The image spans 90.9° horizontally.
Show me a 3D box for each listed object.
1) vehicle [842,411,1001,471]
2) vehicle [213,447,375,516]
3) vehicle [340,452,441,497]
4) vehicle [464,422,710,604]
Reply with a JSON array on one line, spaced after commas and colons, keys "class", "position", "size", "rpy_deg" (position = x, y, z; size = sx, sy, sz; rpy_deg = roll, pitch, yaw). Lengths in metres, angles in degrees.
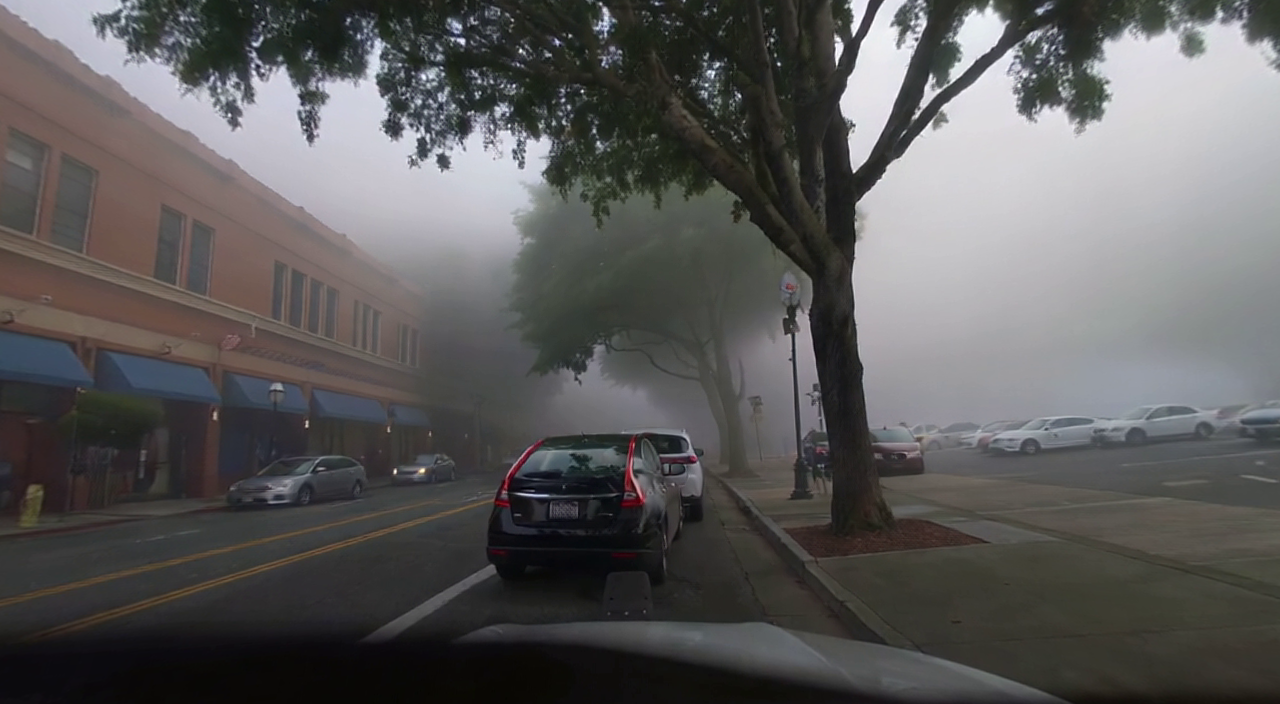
[{"class": "vehicle", "position": [9.018, 2.828, 20.225], "size": [4.558, 1.528, 1.915], "rpy_deg": [-1, -8, -23]}, {"class": "vehicle", "position": [-11.001, 4.070, 20.595], "size": [2.081, 1.718, 5.342], "rpy_deg": [-6, -9, 3]}, {"class": "vehicle", "position": [-10.250, 5.034, 26.286], "size": [1.826, 1.432, 4.556], "rpy_deg": [-7, -9, 8]}, {"class": "vehicle", "position": [-0.263, 1.631, 7.310], "size": [1.939, 1.478, 3.922], "rpy_deg": [-2, -8, 9]}]
